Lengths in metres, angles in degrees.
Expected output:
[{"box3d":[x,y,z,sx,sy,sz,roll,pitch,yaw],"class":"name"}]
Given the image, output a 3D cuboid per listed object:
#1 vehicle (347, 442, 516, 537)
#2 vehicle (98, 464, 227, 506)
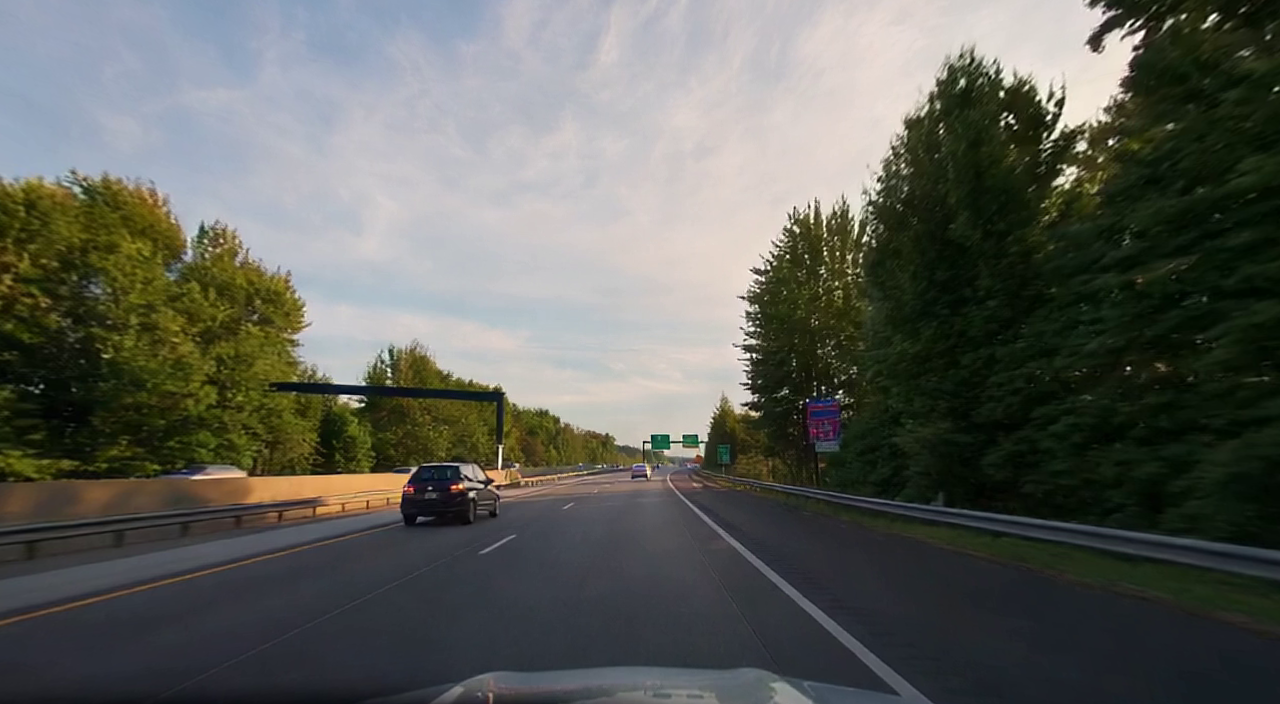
[{"box3d":[-4.063,2.775,13.083,2.000,1.594,3.996,1,-10,2],"class":"vehicle"},{"box3d":[-18.381,5.119,24.494,1.801,1.460,3.905,1,-10,2],"class":"vehicle"}]
